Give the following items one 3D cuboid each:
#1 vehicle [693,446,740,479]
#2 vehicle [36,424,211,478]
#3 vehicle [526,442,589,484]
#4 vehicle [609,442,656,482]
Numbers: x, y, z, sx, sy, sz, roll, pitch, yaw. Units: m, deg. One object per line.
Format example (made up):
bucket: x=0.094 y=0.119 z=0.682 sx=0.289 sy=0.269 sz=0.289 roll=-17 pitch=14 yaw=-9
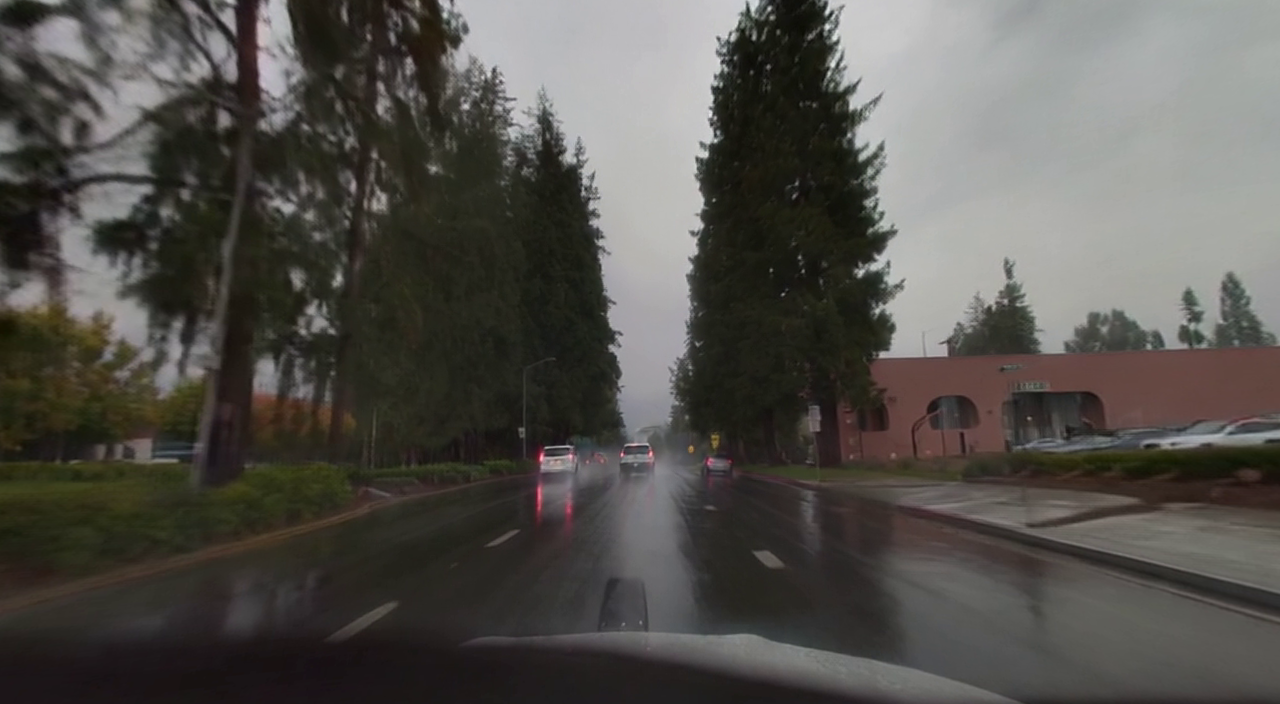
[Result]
vehicle: x=3.810 y=5.558 z=31.980 sx=1.847 sy=1.554 sz=4.052 roll=0 pitch=-8 yaw=-1
vehicle: x=-32.152 y=6.310 z=40.038 sx=2.768 sy=3.022 sz=9.215 roll=-1 pitch=-10 yaw=5
vehicle: x=-3.541 y=4.825 z=27.775 sx=2.047 sy=1.710 sz=4.314 roll=0 pitch=-8 yaw=2
vehicle: x=-0.297 y=5.015 z=29.082 sx=2.022 sy=1.700 sz=4.084 roll=0 pitch=-8 yaw=1
